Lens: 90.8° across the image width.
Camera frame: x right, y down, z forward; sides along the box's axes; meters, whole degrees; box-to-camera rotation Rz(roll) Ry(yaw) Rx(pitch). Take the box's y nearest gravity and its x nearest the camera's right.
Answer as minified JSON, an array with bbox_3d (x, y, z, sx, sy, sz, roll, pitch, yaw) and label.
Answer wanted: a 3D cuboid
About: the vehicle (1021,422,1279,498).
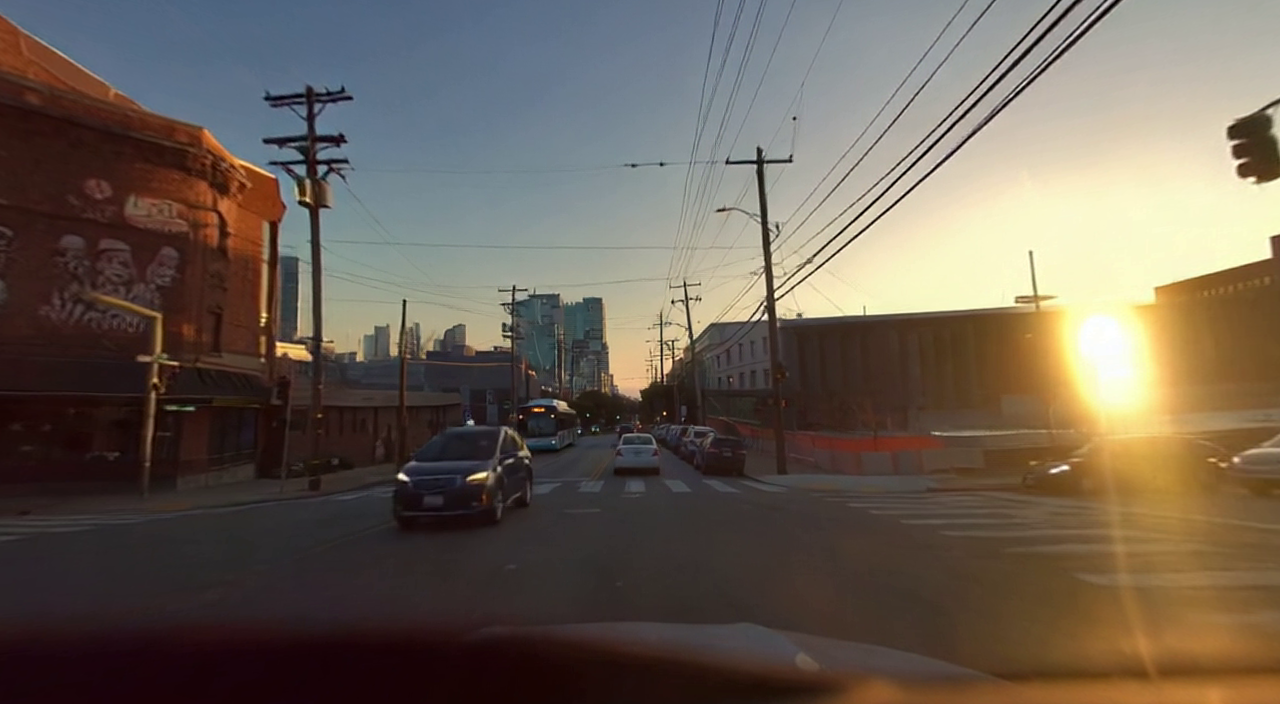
[{"bbox_3d":[12.024,2.558,15.022,4.576,1.650,1.980,-1,-9,2],"label":"vehicle"}]

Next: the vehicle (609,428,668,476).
[{"bbox_3d":[-0.125,4.063,25.754,2.190,1.783,4.048,0,-9,-2],"label":"vehicle"}]

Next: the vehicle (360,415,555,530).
[{"bbox_3d":[-3.480,2.473,13.664,2.474,1.926,5.823,0,-9,0],"label":"vehicle"}]

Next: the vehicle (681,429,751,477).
[{"bbox_3d":[2.912,4.056,25.379,2.171,1.751,4.373,0,-9,-1],"label":"vehicle"}]
